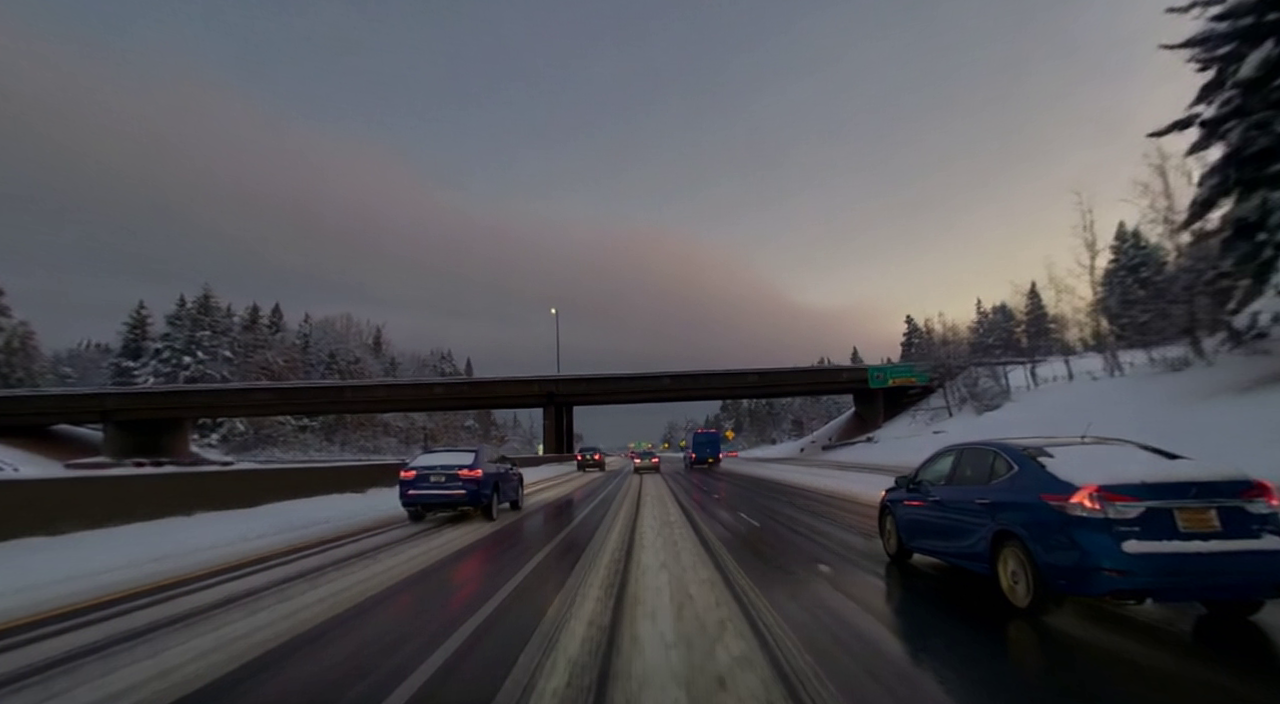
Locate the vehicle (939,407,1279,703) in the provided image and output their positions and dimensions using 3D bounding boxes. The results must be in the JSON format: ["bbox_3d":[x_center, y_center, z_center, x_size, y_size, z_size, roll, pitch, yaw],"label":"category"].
[{"bbox_3d":[4.157,1.224,4.221,2.085,1.558,4.466,0,-8,0],"label":"vehicle"}]

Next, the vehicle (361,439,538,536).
[{"bbox_3d":[-3.451,2.522,12.362,2.137,1.562,3.926,-1,-8,2],"label":"vehicle"}]

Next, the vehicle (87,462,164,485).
[{"bbox_3d":[-36.582,8.622,44.965,1.681,1.437,4.488,0,-8,1],"label":"vehicle"}]

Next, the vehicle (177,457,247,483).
[{"bbox_3d":[-26.422,7.289,39.059,1.654,1.420,3.804,0,-9,0],"label":"vehicle"}]

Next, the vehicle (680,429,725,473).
[{"bbox_3d":[4.237,6.851,43.836,2.436,2.745,6.607,0,-8,0],"label":"vehicle"}]

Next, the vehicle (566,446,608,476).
[{"bbox_3d":[-3.198,6.654,38.853,2.078,1.706,4.298,-1,-8,2],"label":"vehicle"}]

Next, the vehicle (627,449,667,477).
[{"bbox_3d":[0.407,6.394,36.494,2.174,1.467,4.005,0,-8,0],"label":"vehicle"}]
